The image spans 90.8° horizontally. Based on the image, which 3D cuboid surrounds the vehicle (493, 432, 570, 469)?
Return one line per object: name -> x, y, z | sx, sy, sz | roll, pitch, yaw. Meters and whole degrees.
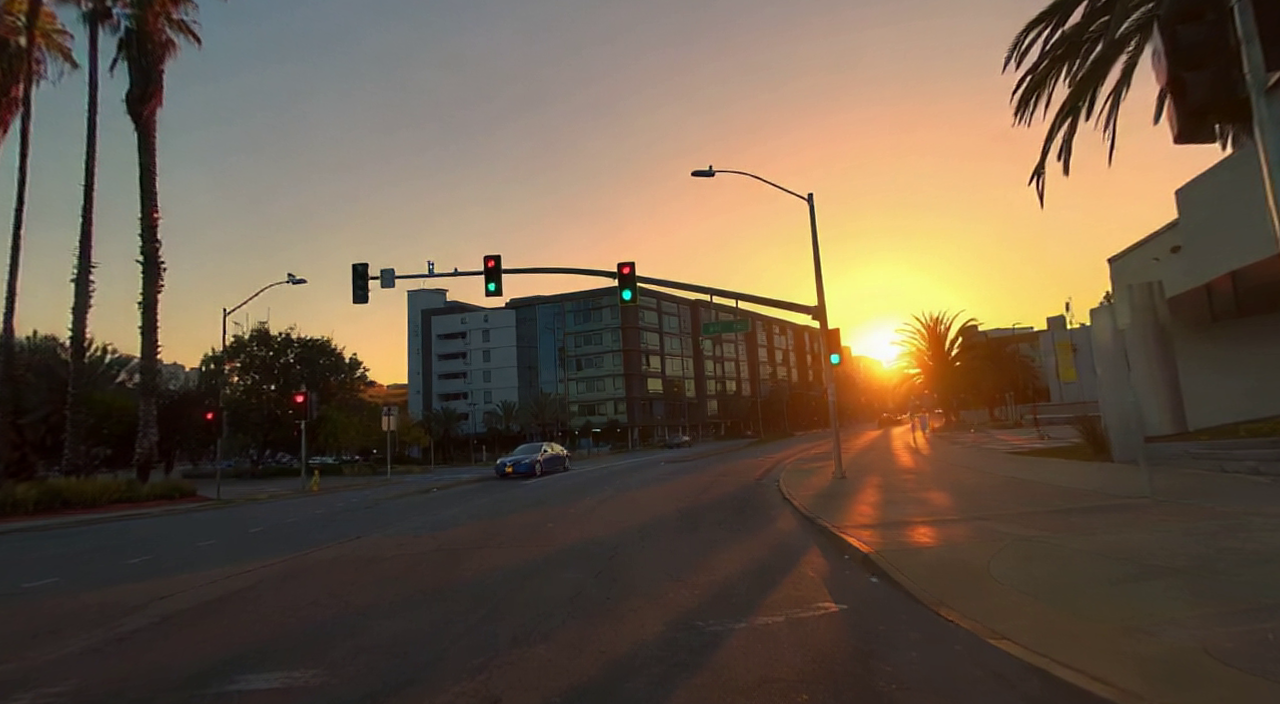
vehicle -> -5.666, 5.239, 33.634 | 2.181, 1.792, 4.648 | -3, -9, 16
